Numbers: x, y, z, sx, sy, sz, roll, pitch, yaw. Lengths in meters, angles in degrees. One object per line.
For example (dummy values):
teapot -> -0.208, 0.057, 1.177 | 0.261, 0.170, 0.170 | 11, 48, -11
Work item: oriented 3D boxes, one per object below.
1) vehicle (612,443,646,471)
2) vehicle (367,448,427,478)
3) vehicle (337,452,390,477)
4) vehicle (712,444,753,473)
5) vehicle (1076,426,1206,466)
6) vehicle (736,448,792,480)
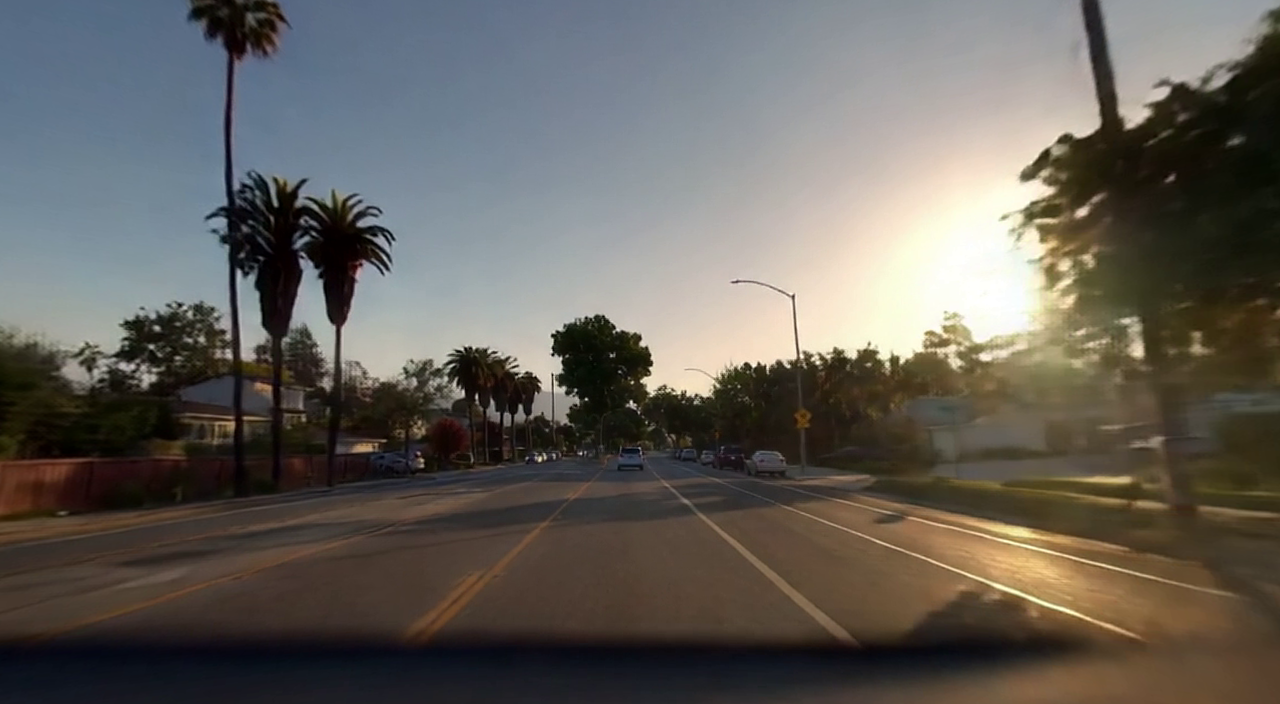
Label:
vehicle -> -0.802, 7.301, 44.238 | 2.248, 1.833, 4.798 | 0, -9, -2
vehicle -> -17.479, 7.964, 45.742 | 2.185, 1.993, 5.054 | -1, -9, 3
vehicle -> -20.133, 8.195, 46.206 | 1.931, 1.641, 4.146 | -1, -9, 1
vehicle -> 6.334, 7.337, 43.874 | 2.035, 1.822, 5.449 | -1, -9, 1
vehicle -> 24.294, 4.625, 30.938 | 2.135, 1.787, 4.888 | 0, -9, -3
vehicle -> 6.380, 5.798, 33.023 | 1.947, 1.505, 4.759 | -1, -9, 0
